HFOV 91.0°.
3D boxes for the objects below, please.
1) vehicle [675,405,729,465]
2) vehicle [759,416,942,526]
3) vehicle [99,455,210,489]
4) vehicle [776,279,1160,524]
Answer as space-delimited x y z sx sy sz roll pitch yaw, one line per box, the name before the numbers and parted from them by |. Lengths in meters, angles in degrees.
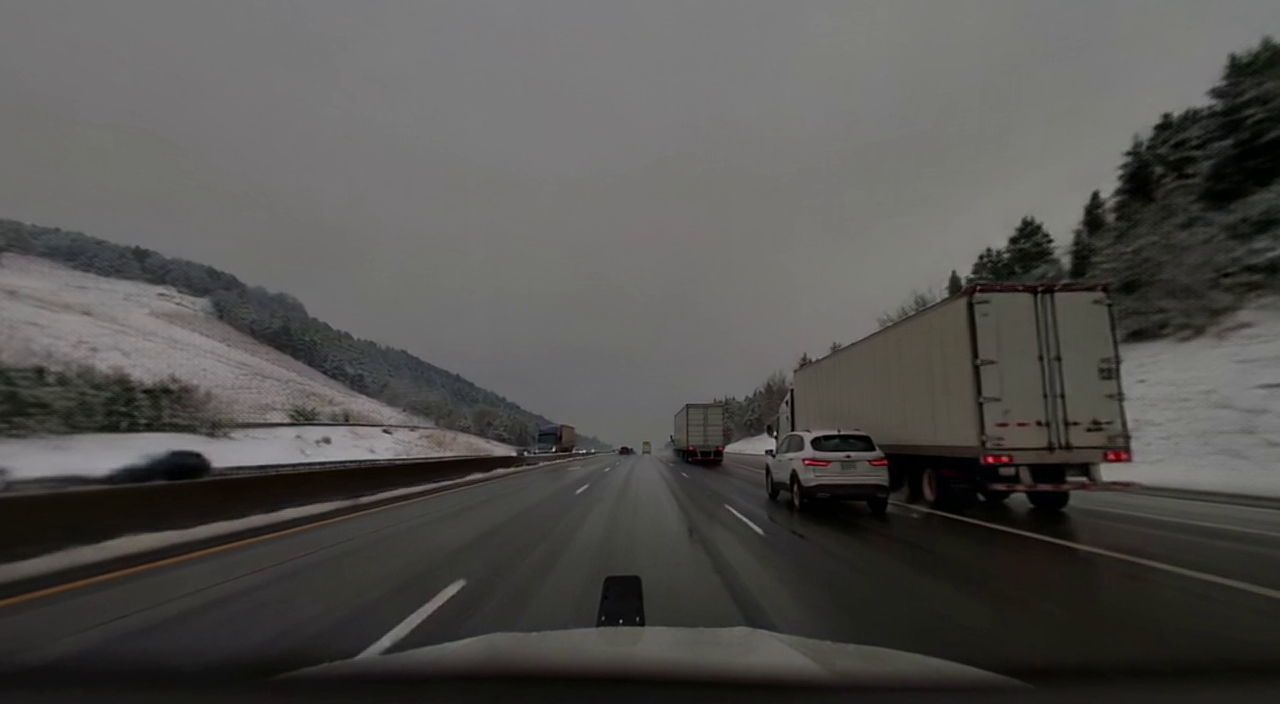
vehicle | 4.471 6.403 47.896 3.049 3.968 10.706 0 -9 0
vehicle | 3.750 2.220 12.187 2.055 1.737 4.224 0 -9 0
vehicle | -24.056 5.922 31.465 1.865 1.484 4.546 0 -9 1
vehicle | 7.263 1.996 18.804 2.947 4.199 16.175 0 -9 1
